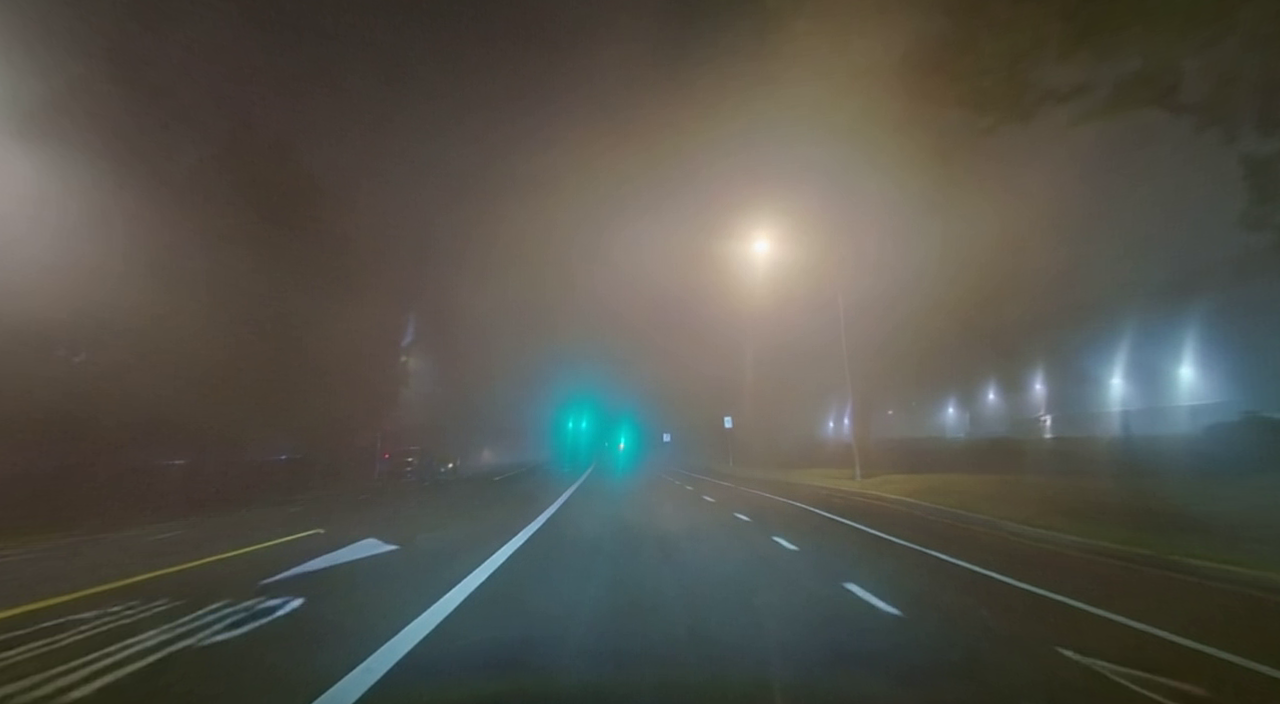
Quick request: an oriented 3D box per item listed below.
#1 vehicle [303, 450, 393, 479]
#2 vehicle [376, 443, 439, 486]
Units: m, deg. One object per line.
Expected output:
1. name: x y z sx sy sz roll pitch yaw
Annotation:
1. vehicle: -20.467 7.888 44.438 5.168 1.886 2.283 0 -8 1
2. vehicle: -14.082 6.786 38.571 2.314 2.144 5.403 -3 -7 -6
